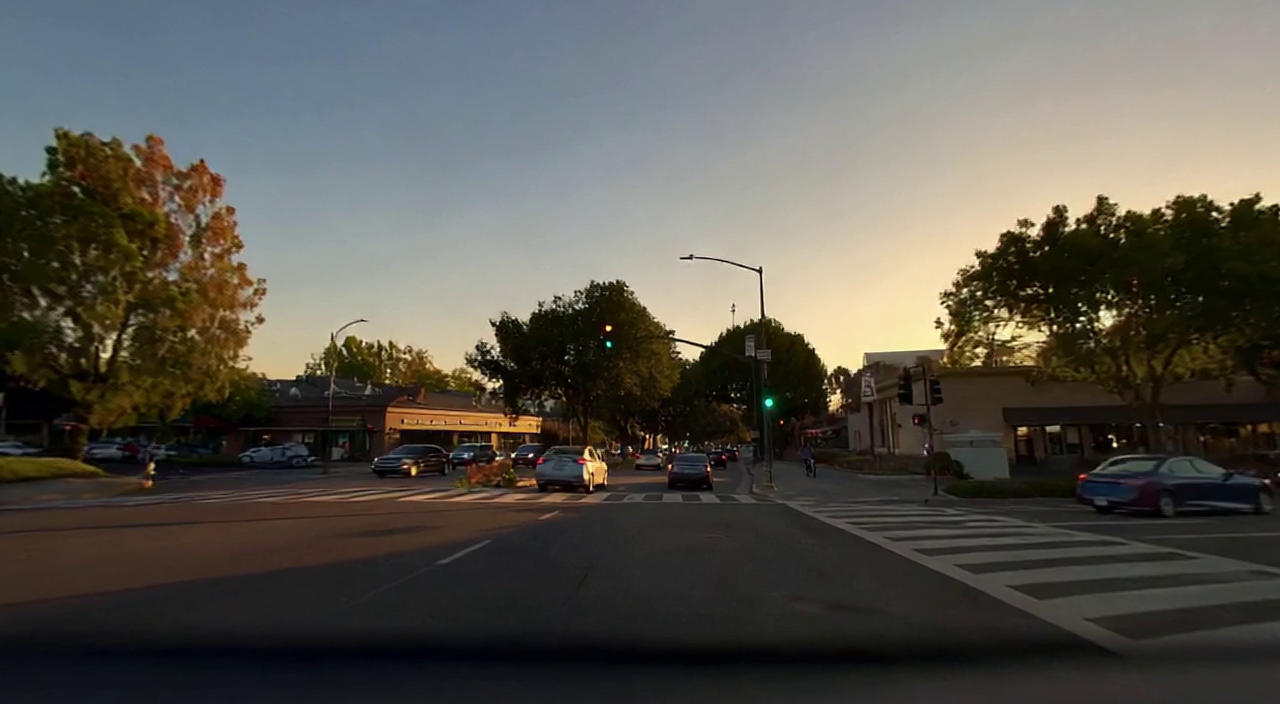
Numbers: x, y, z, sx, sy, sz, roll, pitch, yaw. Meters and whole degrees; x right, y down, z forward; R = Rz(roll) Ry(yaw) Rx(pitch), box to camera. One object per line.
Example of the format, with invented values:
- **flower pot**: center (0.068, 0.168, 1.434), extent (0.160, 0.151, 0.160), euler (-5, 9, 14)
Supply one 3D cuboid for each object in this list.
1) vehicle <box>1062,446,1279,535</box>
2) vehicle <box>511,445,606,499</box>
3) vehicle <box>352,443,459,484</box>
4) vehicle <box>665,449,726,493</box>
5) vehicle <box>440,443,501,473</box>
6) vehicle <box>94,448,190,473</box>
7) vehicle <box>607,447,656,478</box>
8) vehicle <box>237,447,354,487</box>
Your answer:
- **vehicle**: center (11.003, 2.551, 12.170), extent (4.472, 1.471, 2.148), euler (2, -9, -12)
- **vehicle**: center (-2.404, 3.680, 19.847), extent (1.921, 1.477, 4.083), euler (-1, -9, 8)
- **vehicle**: center (-9.566, 4.558, 26.256), extent (1.923, 1.516, 4.727), euler (-2, -9, 10)
- **vehicle**: center (2.157, 4.410, 23.769), extent (2.085, 1.475, 3.976), euler (-1, -9, 7)
- **vehicle**: center (-10.649, 6.682, 40.107), extent (1.961, 1.731, 4.450), euler (-2, -9, 10)
- **vehicle**: center (-32.364, 7.053, 41.263), extent (1.760, 1.465, 4.788), euler (-2, -9, 11)
- **vehicle**: center (-0.395, 5.882, 34.038), extent (1.887, 1.517, 4.254), euler (-2, -9, 10)
- **vehicle**: center (-13.988, 4.677, 25.986), extent (1.896, 1.455, 4.257), euler (-2, -8, 10)
